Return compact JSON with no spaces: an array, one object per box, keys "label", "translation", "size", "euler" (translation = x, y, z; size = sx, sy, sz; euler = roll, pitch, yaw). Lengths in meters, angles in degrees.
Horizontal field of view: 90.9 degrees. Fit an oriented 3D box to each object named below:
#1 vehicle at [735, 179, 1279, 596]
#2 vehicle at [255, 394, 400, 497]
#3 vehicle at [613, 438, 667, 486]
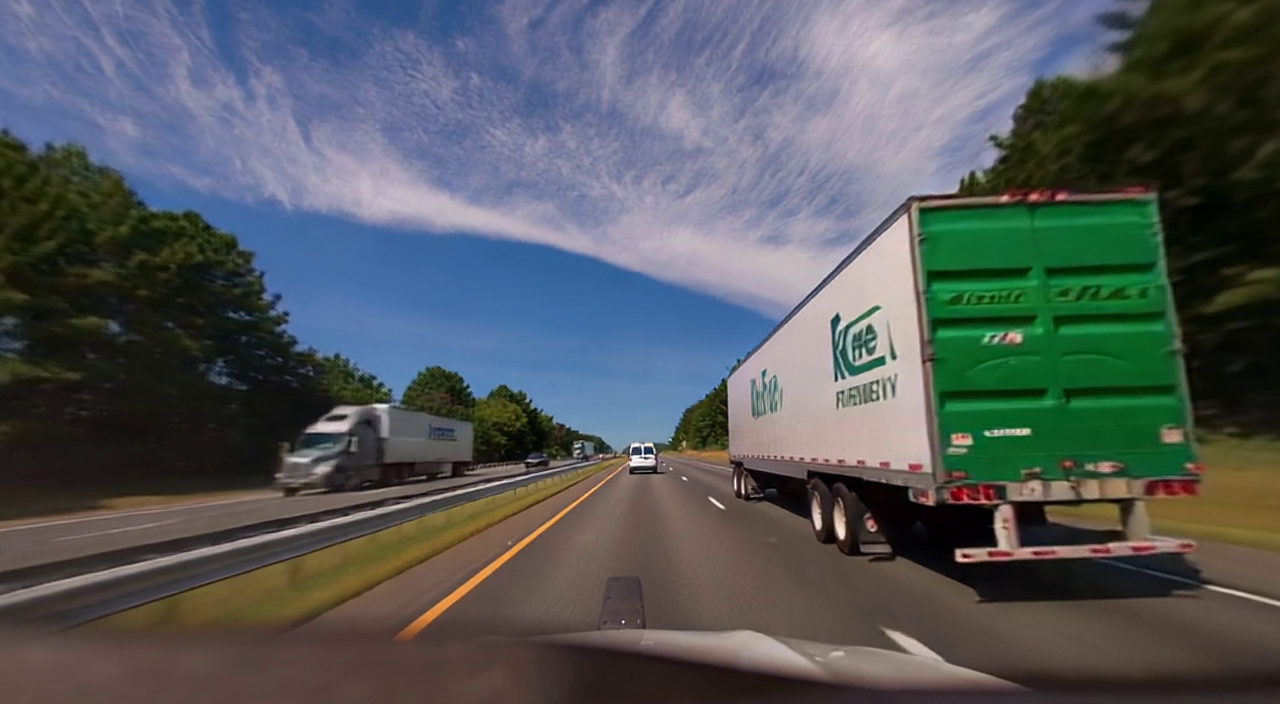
[{"label":"vehicle","translation":[4.354,1.213,12.274],"size":[3.030,3.985,12.707],"euler":[0,-9,0]},{"label":"vehicle","translation":[-13.161,4.050,27.240],"size":[3.089,3.941,5.838],"euler":[0,-9,0]},{"label":"vehicle","translation":[0.015,4.618,26.773],"size":[2.105,1.865,4.102],"euler":[0,-9,0]}]
